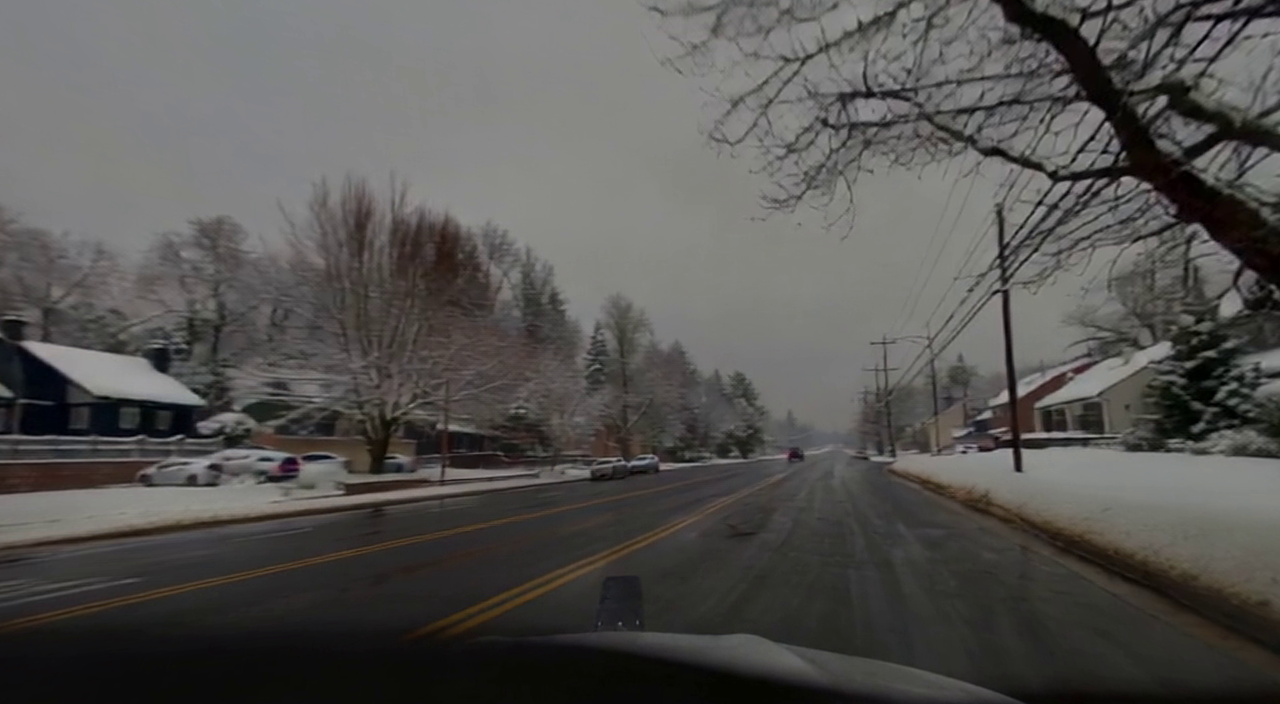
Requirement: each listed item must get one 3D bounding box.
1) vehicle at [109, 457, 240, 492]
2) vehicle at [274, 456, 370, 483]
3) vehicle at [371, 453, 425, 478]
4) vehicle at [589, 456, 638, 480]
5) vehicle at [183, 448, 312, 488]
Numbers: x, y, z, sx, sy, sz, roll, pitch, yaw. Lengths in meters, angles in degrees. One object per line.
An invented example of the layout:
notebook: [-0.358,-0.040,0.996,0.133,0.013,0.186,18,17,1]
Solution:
vehicle: [-21.163,5.514,28.772,4.937,1.445,2.048,-3,-9,15]
vehicle: [-18.140,6.689,36.177,4.326,1.452,2.121,-1,-9,5]
vehicle: [-16.322,7.655,42.889,1.769,1.414,4.434,1,-8,2]
vehicle: [-1.778,8.068,44.025,1.936,1.489,4.311,-3,-9,19]
vehicle: [-20.028,5.878,32.282,5.866,1.877,2.280,-3,-9,19]
